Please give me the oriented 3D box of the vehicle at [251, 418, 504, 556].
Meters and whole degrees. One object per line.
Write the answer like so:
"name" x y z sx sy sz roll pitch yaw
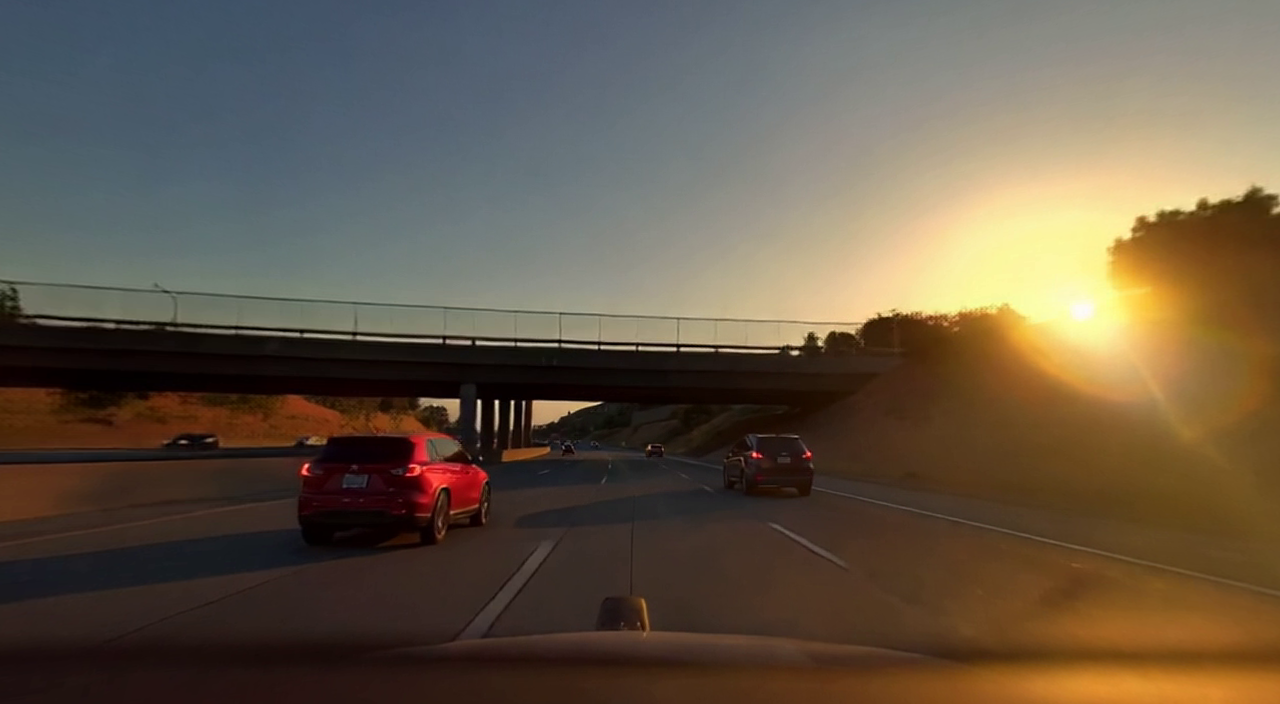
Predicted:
"vehicle" -3.866 2.070 10.380 2.214 1.743 4.465 0 -9 0

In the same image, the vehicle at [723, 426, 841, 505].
"vehicle" 3.721 3.082 17.533 2.153 1.860 4.689 0 -9 0
